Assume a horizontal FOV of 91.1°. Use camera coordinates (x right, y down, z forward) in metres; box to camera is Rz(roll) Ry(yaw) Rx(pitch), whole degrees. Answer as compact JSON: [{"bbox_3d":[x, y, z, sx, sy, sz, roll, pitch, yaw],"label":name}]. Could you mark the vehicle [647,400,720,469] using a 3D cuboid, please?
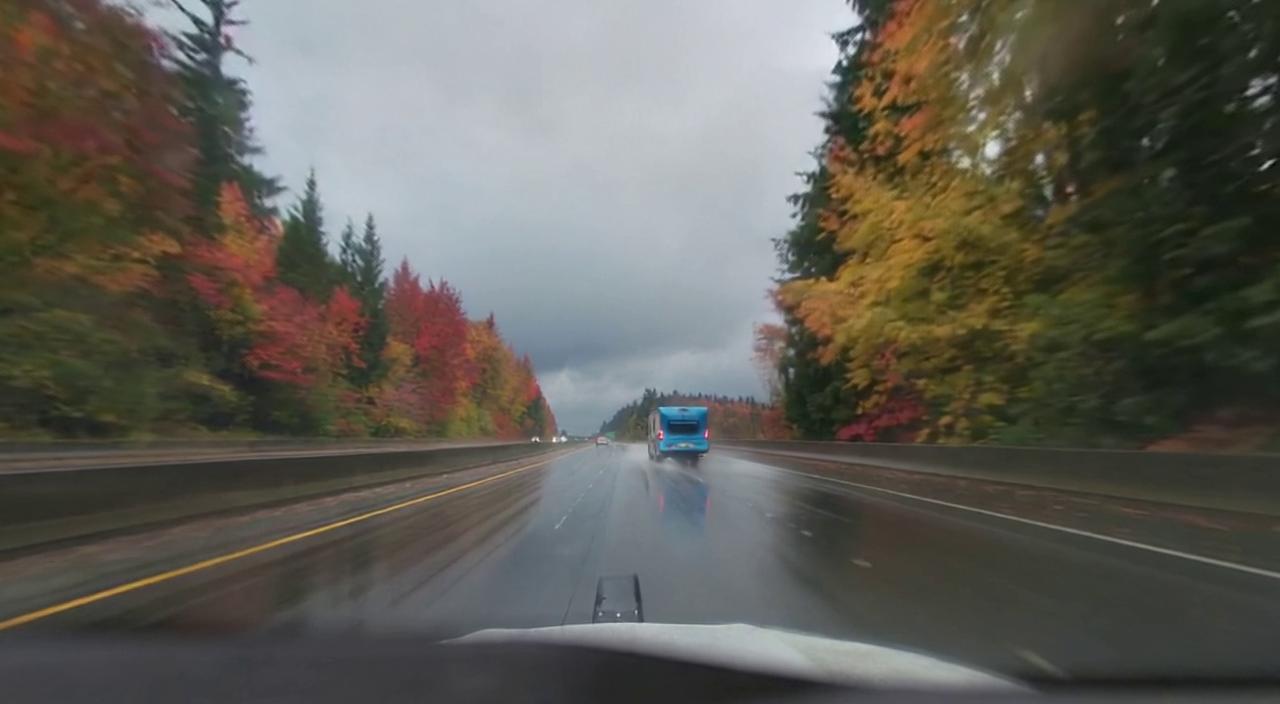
[{"bbox_3d":[1.865,3.934,30.058,2.815,2.876,7.101,0,-8,-1],"label":"vehicle"}]
